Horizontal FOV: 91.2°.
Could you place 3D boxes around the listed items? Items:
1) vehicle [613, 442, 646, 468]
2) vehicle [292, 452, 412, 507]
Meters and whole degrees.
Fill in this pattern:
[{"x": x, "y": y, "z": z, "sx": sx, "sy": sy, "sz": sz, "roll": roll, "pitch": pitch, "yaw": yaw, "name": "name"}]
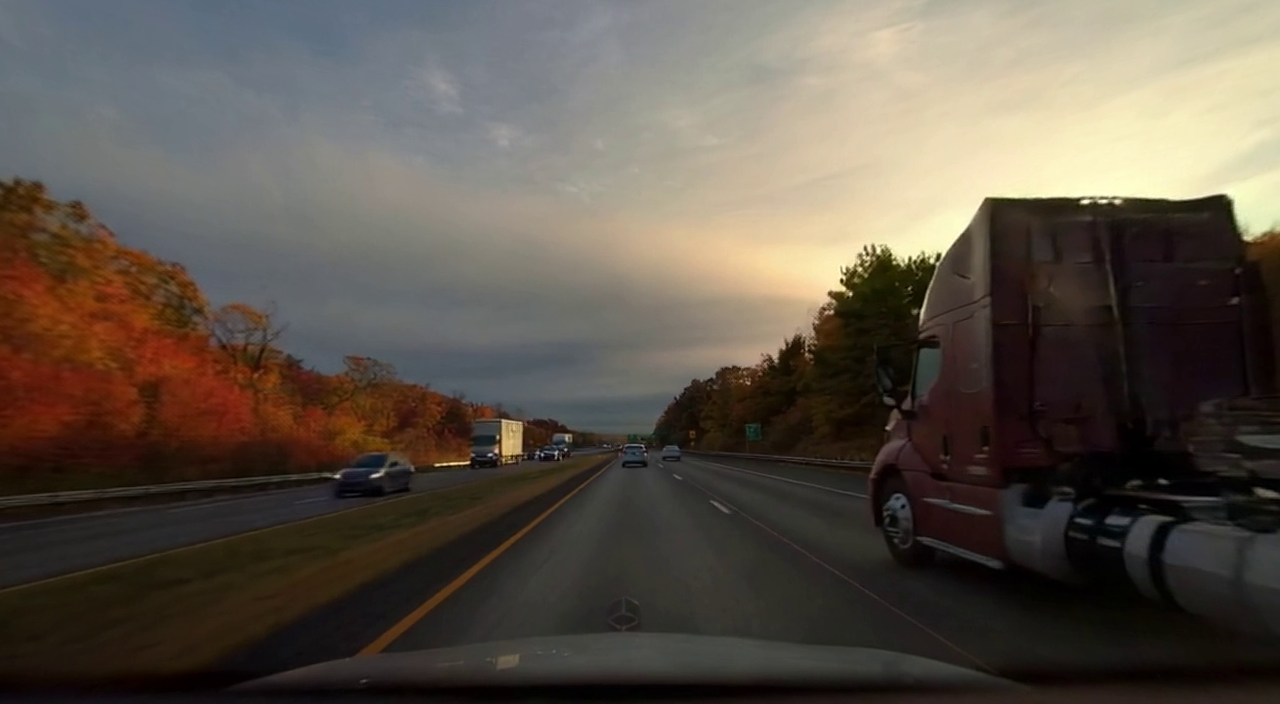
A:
[{"x": -0.743, "y": 7.059, "z": 43.204, "sx": 2.151, "sy": 1.693, "sz": 4.201, "roll": 0, "pitch": -9, "yaw": -2, "name": "vehicle"}, {"x": -8.998, "y": 3.981, "z": 20.009, "sx": 1.941, "sy": 1.521, "sz": 4.082, "roll": 0, "pitch": -9, "yaw": -1, "name": "vehicle"}]
